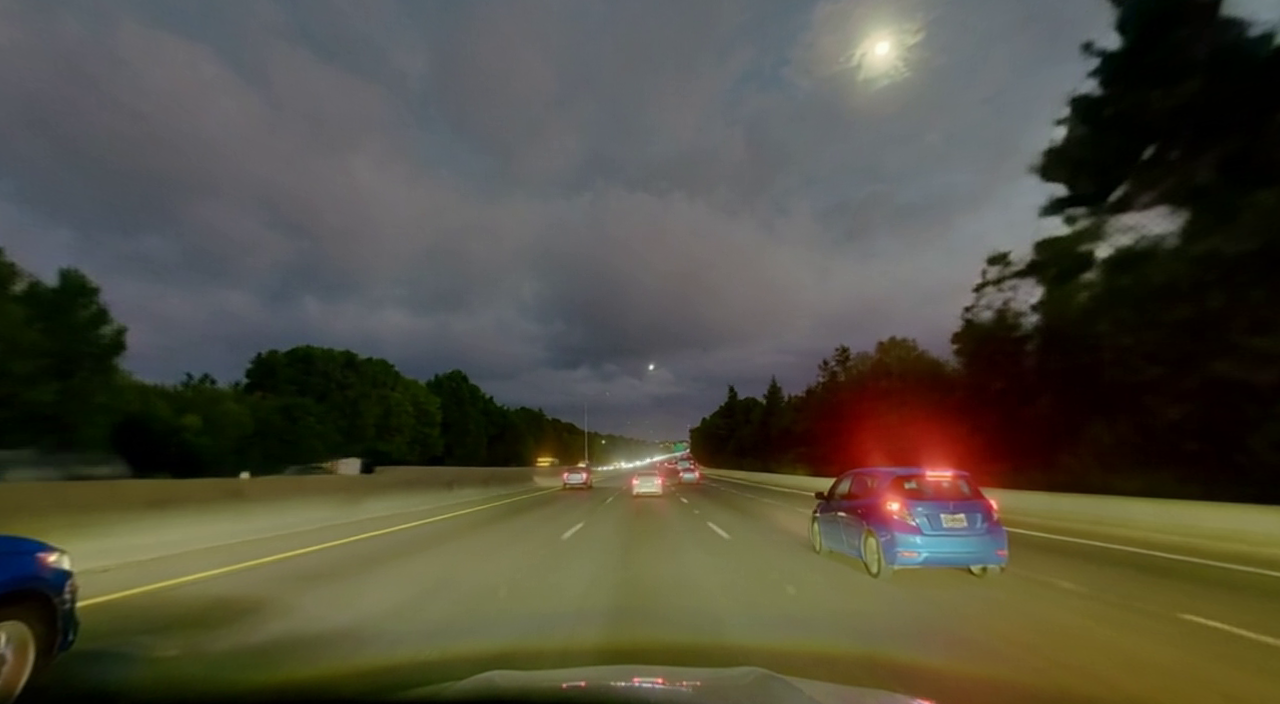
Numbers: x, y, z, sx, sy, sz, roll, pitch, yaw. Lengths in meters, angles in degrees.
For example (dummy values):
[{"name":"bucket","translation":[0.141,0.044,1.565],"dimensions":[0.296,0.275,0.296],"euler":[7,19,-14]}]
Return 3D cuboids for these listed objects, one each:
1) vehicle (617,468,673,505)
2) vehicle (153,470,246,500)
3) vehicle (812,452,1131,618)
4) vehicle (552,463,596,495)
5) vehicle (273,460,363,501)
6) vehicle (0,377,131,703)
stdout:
[{"name":"vehicle","translation":[0.209,5.774,27.356],"dimensions":[2.241,1.425,3.973],"euler":[1,-10,0]},{"name":"vehicle","translation":[-23.159,6.995,33.339],"dimensions":[1.760,1.441,4.193],"euler":[1,-10,1]},{"name":"vehicle","translation":[3.747,2.132,8.077],"dimensions":[1.938,1.561,3.786],"euler":[1,-10,-1]},{"name":"vehicle","translation":[-3.775,7.358,36.628],"dimensions":[2.021,1.706,4.247],"euler":[1,-10,1]},{"name":"vehicle","translation":[-15.618,6.254,30.824],"dimensions":[2.045,1.793,4.254],"euler":[1,-10,0]},{"name":"vehicle","translation":[-3.960,0.659,1.372],"dimensions":[1.999,1.659,4.340],"euler":[1,-10,0]}]
